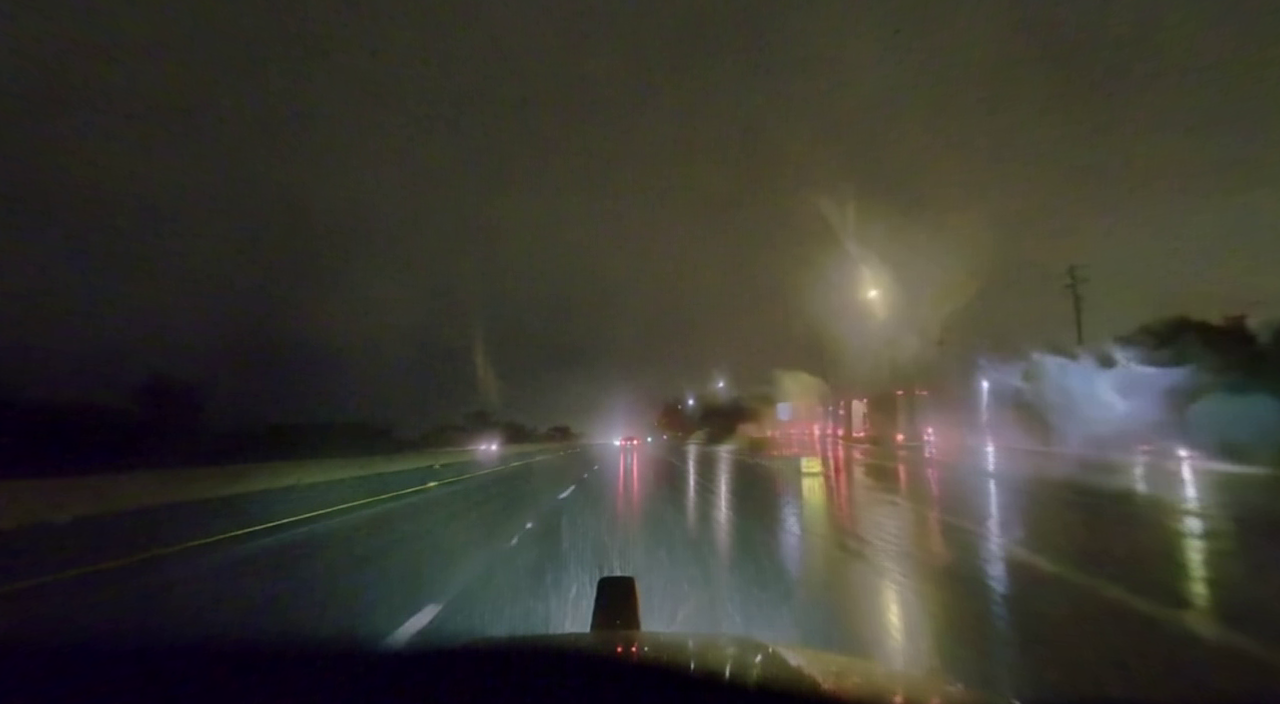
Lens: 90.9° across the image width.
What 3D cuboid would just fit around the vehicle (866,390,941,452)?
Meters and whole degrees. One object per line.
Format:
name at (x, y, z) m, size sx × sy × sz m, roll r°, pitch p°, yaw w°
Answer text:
vehicle at (19.794, 5.455, 48.373) m, size 3.187 × 4.063 × 13.741 m, roll -2°, pitch -8°, yaw 14°
